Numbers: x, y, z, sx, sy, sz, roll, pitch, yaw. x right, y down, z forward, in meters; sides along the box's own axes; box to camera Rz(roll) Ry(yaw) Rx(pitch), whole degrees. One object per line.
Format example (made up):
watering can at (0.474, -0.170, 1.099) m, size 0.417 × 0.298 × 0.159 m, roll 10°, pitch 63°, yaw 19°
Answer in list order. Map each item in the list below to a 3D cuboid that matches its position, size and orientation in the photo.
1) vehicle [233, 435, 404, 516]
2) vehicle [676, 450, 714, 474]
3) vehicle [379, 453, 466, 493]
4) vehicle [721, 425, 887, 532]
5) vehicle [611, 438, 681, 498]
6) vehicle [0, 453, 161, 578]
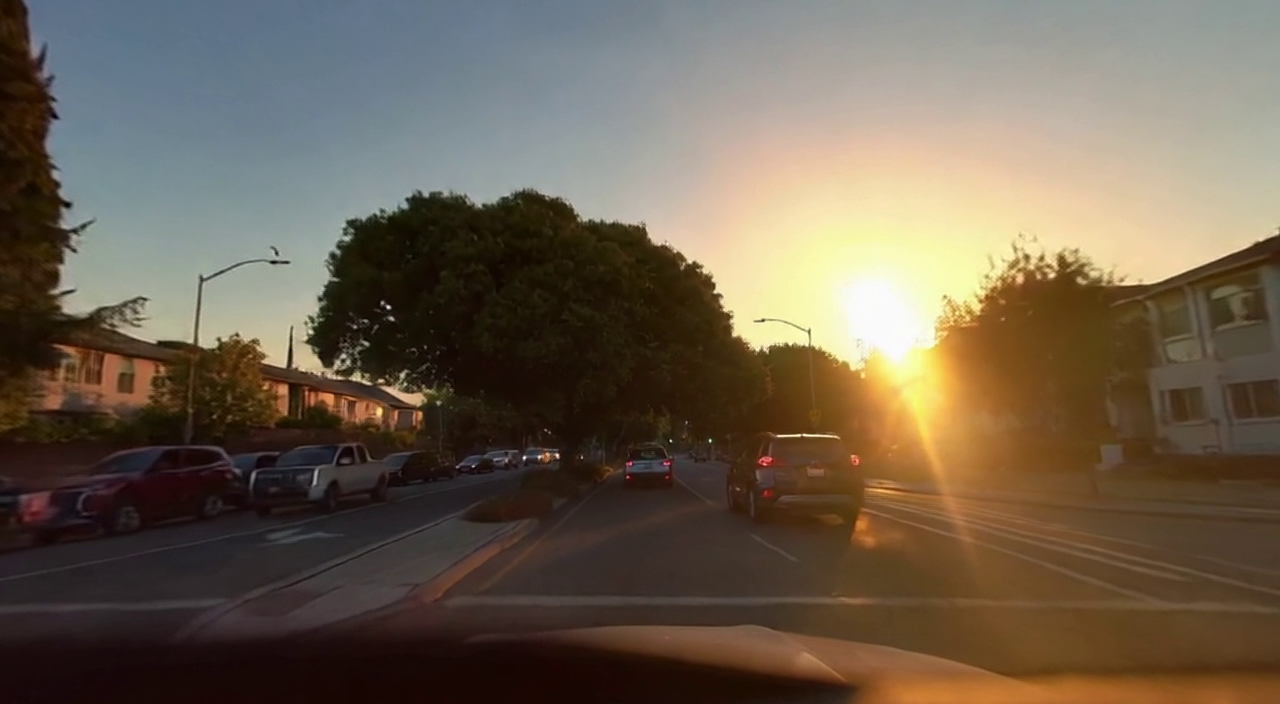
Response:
vehicle at (-8.734, 3.377, 17.799) m, size 2.182 × 1.939 × 4.889 m, roll 0°, pitch -9°, yaw 1°
vehicle at (3.638, 7.380, 42.616) m, size 2.096 × 1.489 × 4.757 m, roll 0°, pitch -9°, yaw 0°
vehicle at (-8.779, 4.913, 25.890) m, size 1.923 × 1.433 × 4.450 m, roll -1°, pitch -9°, yaw 1°
vehicle at (3.083, 2.507, 13.025) m, size 2.166 × 1.799 × 4.372 m, roll 0°, pitch -9°, yaw -1°
vehicle at (0.184, 3.977, 21.990) m, size 2.185 × 1.822 × 4.391 m, roll 0°, pitch -9°, yaw 0°
vehicle at (-8.492, 1.930, 7.383) m, size 2.083 × 1.420 × 4.702 m, roll 0°, pitch -9°, yaw 0°
